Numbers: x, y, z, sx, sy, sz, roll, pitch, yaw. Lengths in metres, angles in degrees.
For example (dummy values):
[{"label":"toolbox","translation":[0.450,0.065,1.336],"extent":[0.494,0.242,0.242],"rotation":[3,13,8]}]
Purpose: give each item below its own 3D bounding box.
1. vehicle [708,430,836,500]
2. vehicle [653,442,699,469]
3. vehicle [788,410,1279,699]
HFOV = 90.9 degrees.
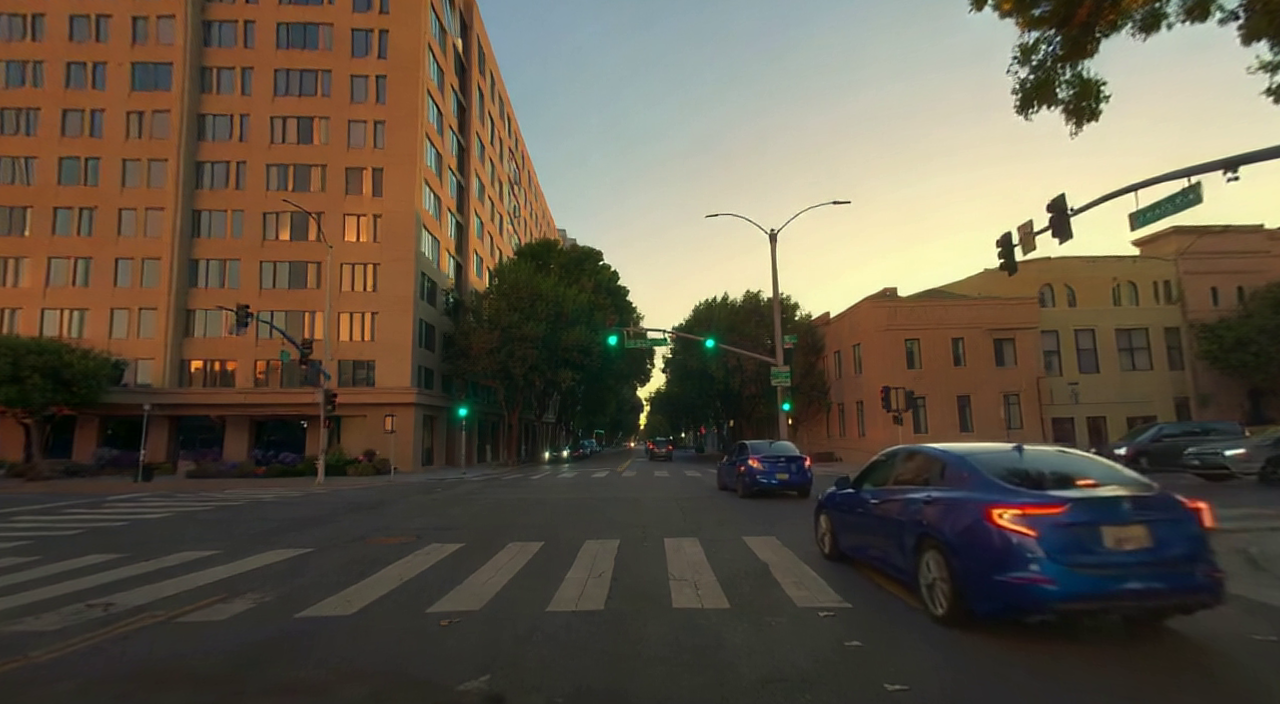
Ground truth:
[{"label":"vehicle","translation":[3.015,2.702,15.481],"extent":[2.009,1.443,4.509],"rotation":[0,-8,-2]},{"label":"vehicle","translation":[1.918,5.717,35.079],"extent":[2.040,1.421,4.550],"rotation":[0,-8,-3]},{"label":"vehicle","translation":[2.862,1.367,5.508],"extent":[2.039,1.470,4.355],"rotation":[0,-8,-1]}]
